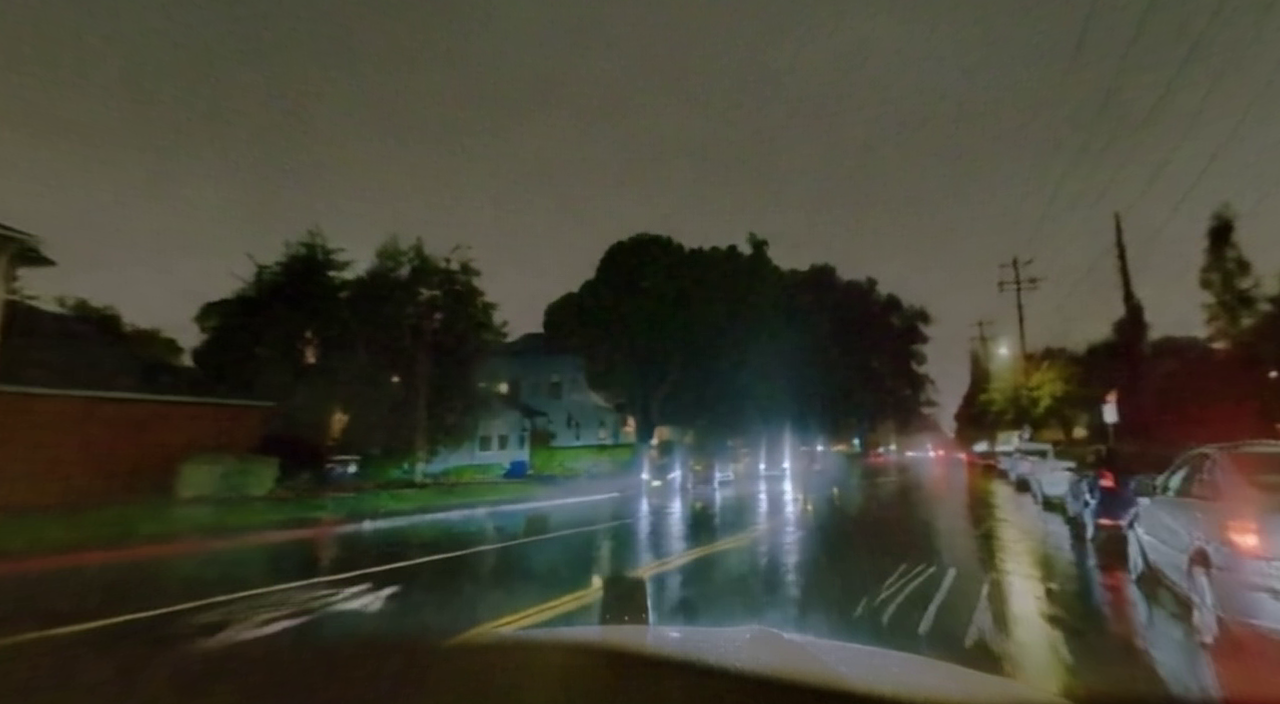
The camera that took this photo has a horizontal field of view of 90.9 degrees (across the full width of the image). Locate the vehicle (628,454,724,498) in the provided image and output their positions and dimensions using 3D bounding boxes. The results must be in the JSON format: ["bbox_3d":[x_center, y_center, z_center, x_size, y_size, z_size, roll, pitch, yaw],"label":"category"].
[{"bbox_3d":[1.486,4.631,23.921,1.963,1.470,4.671,-5,-10,25],"label":"vehicle"}]

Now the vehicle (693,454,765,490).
[{"bbox_3d":[4.227,5.545,29.412,1.948,1.477,4.518,-6,-10,25],"label":"vehicle"}]

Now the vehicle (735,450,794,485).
[{"bbox_3d":[6.935,6.311,34.691,1.973,1.755,4.528,-5,-10,26],"label":"vehicle"}]

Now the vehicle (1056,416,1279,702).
[{"bbox_3d":[5.350,1.479,5.470,2.315,1.668,4.425,-4,-10,27],"label":"vehicle"}]

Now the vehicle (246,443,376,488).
[{"bbox_3d":[-12.739,4.331,24.419,4.554,1.595,2.028,-4,-10,25],"label":"vehicle"}]
